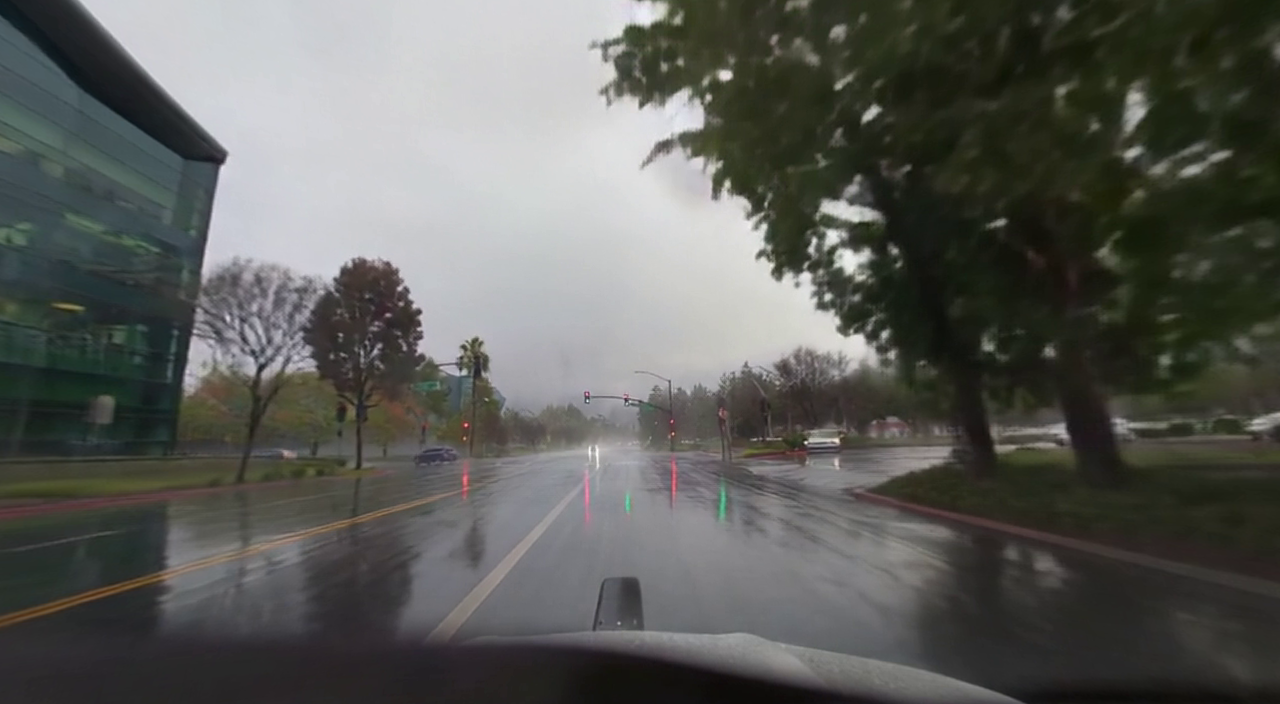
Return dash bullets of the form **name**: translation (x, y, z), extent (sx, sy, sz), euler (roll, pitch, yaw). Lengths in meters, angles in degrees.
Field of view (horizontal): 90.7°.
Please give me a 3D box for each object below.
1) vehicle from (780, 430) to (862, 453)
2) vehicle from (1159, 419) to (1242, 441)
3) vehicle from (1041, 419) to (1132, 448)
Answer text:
- **vehicle**: translation (11.700, 5.809, 41.089), extent (4.670, 1.476, 2.042), euler (0, -8, -1)
- **vehicle**: translation (42.345, 5.931, 47.947), extent (1.801, 1.495, 4.816), euler (0, -9, -2)
- **vehicle**: translation (24.343, 4.520, 34.703), extent (1.859, 1.453, 4.076), euler (0, -9, -2)
